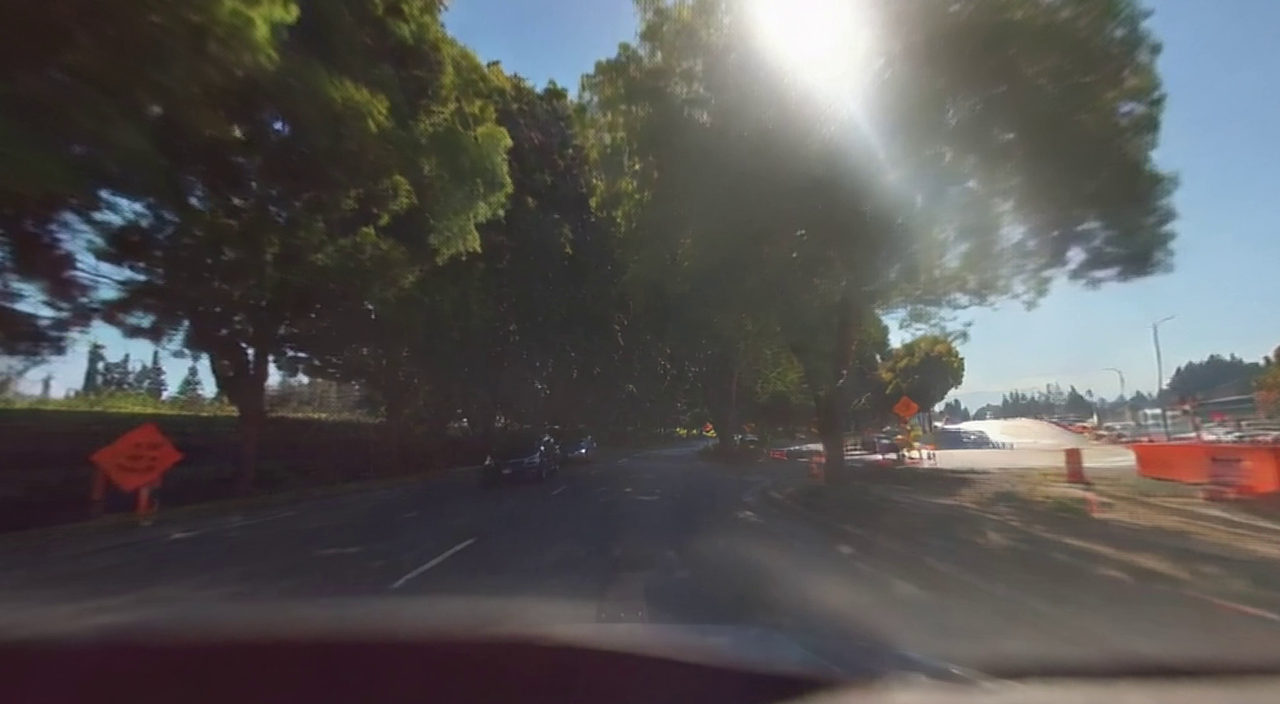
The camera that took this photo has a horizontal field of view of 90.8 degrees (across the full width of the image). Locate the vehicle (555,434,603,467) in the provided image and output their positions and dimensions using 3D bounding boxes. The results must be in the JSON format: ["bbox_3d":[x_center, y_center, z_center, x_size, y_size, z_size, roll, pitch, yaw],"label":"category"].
[{"bbox_3d":[-3.563,5.858,37.759,2.033,1.765,4.698,-2,-8,4],"label":"vehicle"}]

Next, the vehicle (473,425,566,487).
[{"bbox_3d":[-4.115,3.656,22.542,2.119,1.935,4.881,-1,-8,3],"label":"vehicle"}]
